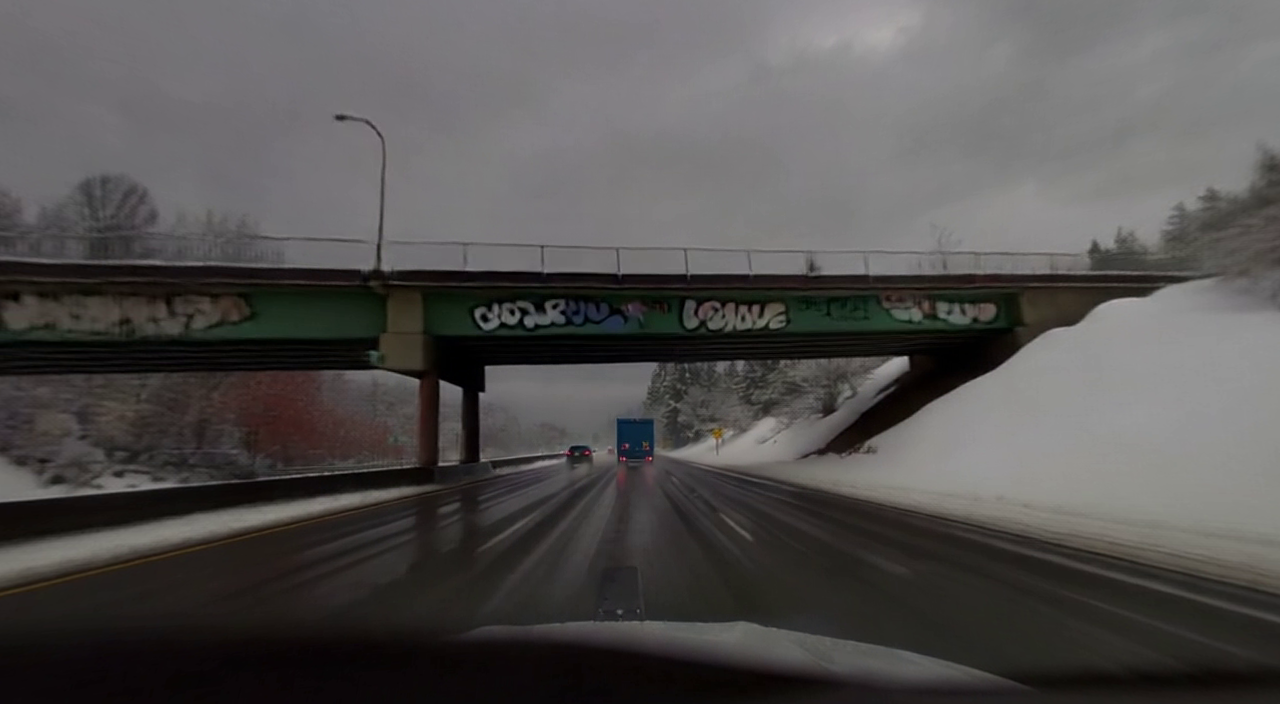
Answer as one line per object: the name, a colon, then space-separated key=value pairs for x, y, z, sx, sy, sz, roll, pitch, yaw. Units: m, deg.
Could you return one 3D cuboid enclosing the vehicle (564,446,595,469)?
vehicle: x=-4.336 y=7.611 z=45.357 sx=1.892 sy=1.529 sz=3.996 roll=0 pitch=-9 yaw=-1
